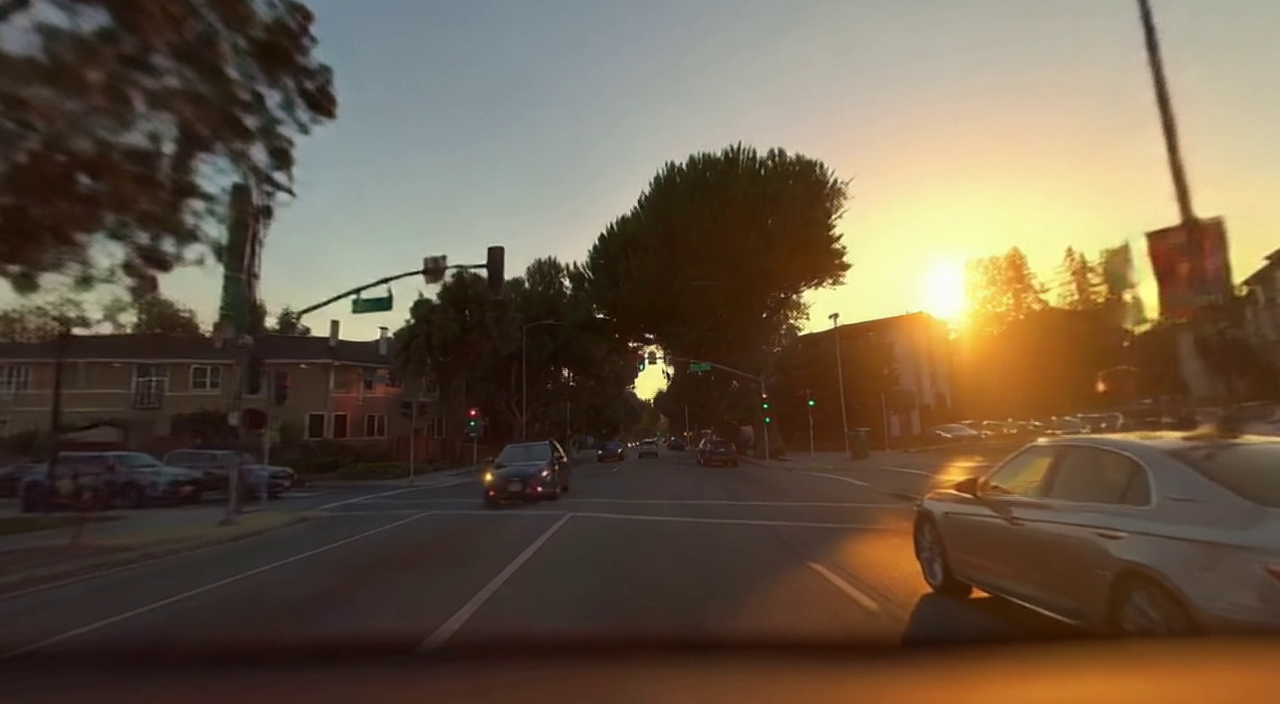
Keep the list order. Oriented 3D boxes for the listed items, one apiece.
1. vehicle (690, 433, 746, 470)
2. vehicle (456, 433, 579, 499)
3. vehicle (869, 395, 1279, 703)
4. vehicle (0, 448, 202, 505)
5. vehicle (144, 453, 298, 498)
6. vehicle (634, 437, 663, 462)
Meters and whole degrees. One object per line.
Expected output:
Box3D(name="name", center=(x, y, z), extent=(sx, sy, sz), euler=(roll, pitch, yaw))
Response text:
Box3D(name="vehicle", center=(3.622, 4.726, 30.044), extent=(2.035, 1.564, 4.719), euler=(0, -9, 0))
Box3D(name="vehicle", center=(-3.427, 3.334, 18.894), extent=(2.519, 1.689, 5.200), euler=(0, -9, 1))
Box3D(name="vehicle", center=(3.270, 1.117, 3.680), extent=(2.072, 1.471, 4.834), euler=(0, -9, 0))
Box3D(name="vehicle", center=(-18.188, 4.146, 21.240), extent=(5.361, 1.767, 2.179), euler=(-1, -9, 5))
Box3D(name="vehicle", center=(-15.953, 4.680, 24.135), extent=(4.540, 1.546, 2.157), euler=(-1, -9, 8))
Box3D(name="vehicle", center=(0.608, 7.422, 48.190), extent=(2.118, 1.813, 4.326), euler=(0, -9, 0))
